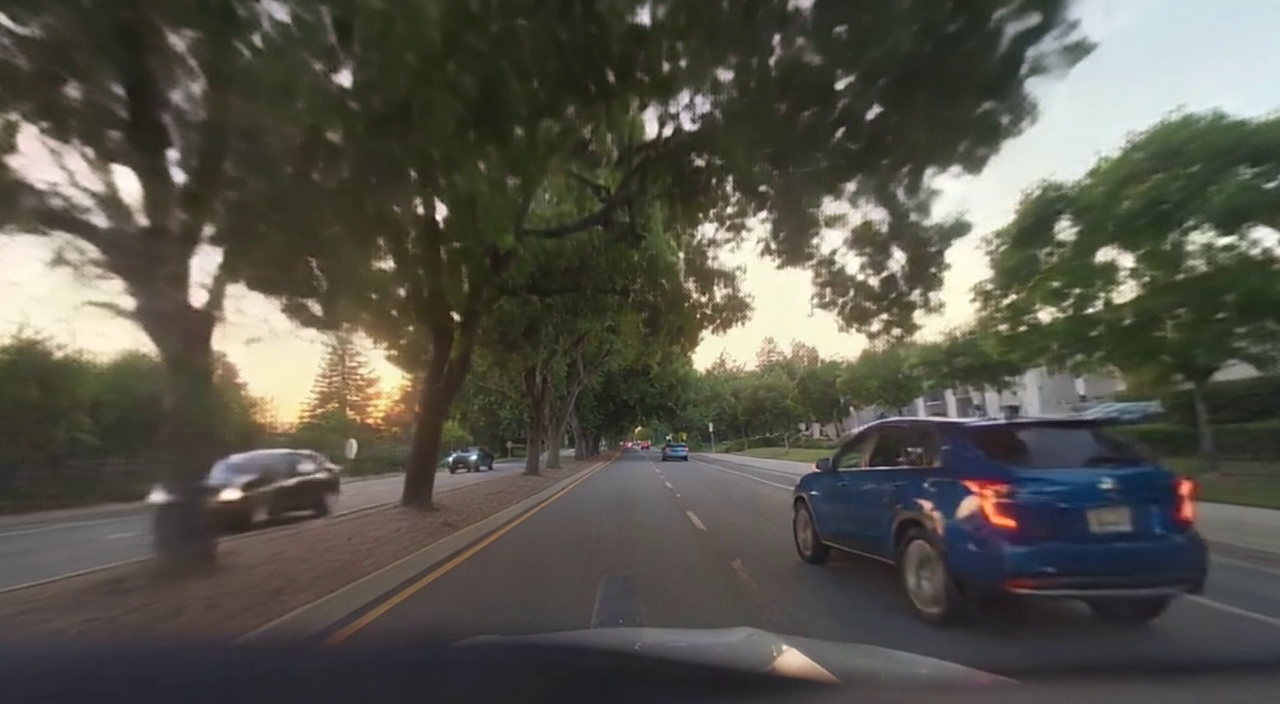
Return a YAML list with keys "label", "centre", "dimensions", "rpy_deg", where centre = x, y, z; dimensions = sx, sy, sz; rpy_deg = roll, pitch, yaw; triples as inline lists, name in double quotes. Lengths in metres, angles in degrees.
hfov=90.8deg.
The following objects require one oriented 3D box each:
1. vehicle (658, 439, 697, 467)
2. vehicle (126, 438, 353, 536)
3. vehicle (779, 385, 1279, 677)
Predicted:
- label: "vehicle"
  centre: [2.365, 6.484, 40.700]
  dimensions: [2.164, 1.725, 4.285]
  rpy_deg: [0, -9, -1]
- label: "vehicle"
  centre: [-8.132, 2.738, 13.470]
  dimensions: [1.973, 1.701, 4.338]
  rpy_deg: [0, -9, 0]
- label: "vehicle"
  centre: [2.895, 1.322, 5.826]
  dimensions: [2.066, 1.603, 4.475]
  rpy_deg: [0, -9, -2]
